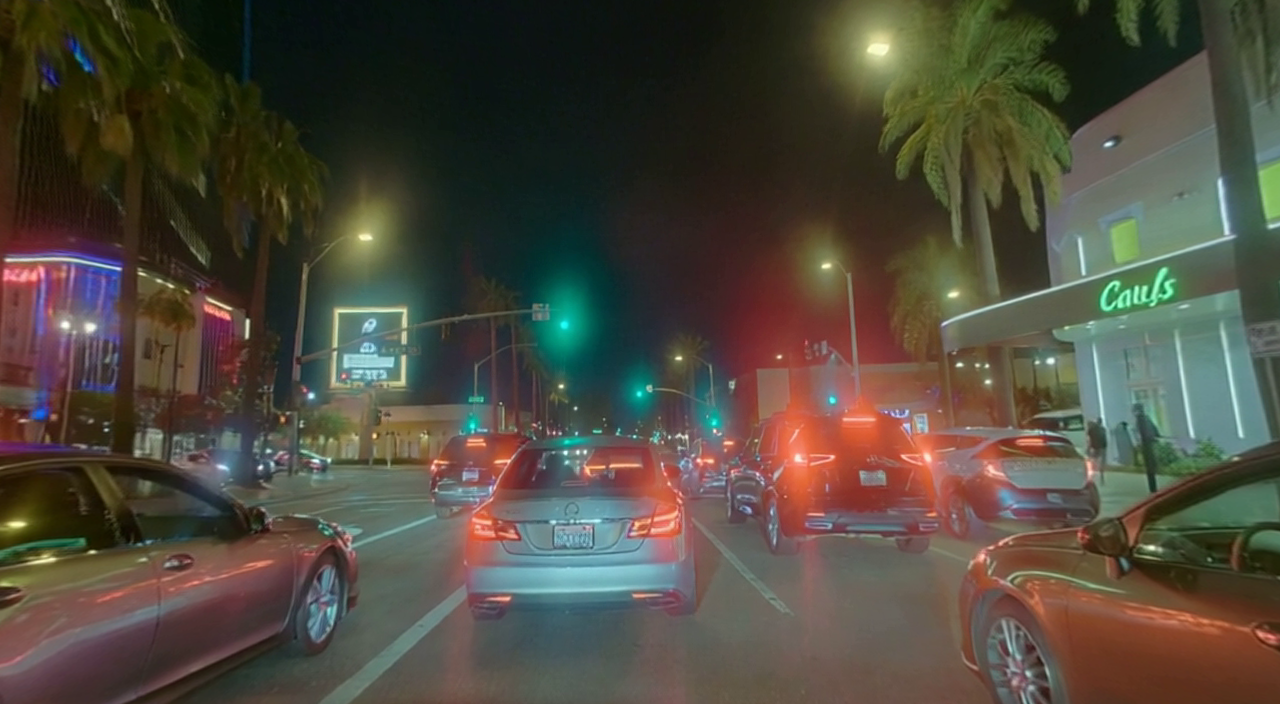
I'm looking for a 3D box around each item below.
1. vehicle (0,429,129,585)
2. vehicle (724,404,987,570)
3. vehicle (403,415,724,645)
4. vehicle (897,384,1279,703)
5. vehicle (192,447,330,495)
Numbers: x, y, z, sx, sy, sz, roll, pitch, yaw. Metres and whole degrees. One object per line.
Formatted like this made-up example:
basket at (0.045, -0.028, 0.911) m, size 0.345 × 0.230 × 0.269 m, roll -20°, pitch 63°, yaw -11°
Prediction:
vehicle at (-7.146, 1.414, 5.492) m, size 1.945 × 1.494 × 4.252 m, roll 0°, pitch -9°, yaw -3°
vehicle at (2.630, 1.786, 9.095) m, size 2.096 × 1.775 × 4.440 m, roll 0°, pitch -9°, yaw -1°
vehicle at (-0.521, 1.475, 6.252) m, size 2.096 × 1.492 × 4.071 m, roll 0°, pitch -9°, yaw -1°
vehicle at (2.617, 0.815, 1.526) m, size 2.085 × 1.469 × 4.458 m, roll 0°, pitch -9°, yaw 0°
vehicle at (-12.876, 4.027, 21.902) m, size 1.856 × 1.455 × 4.700 m, roll 0°, pitch -9°, yaw 0°
